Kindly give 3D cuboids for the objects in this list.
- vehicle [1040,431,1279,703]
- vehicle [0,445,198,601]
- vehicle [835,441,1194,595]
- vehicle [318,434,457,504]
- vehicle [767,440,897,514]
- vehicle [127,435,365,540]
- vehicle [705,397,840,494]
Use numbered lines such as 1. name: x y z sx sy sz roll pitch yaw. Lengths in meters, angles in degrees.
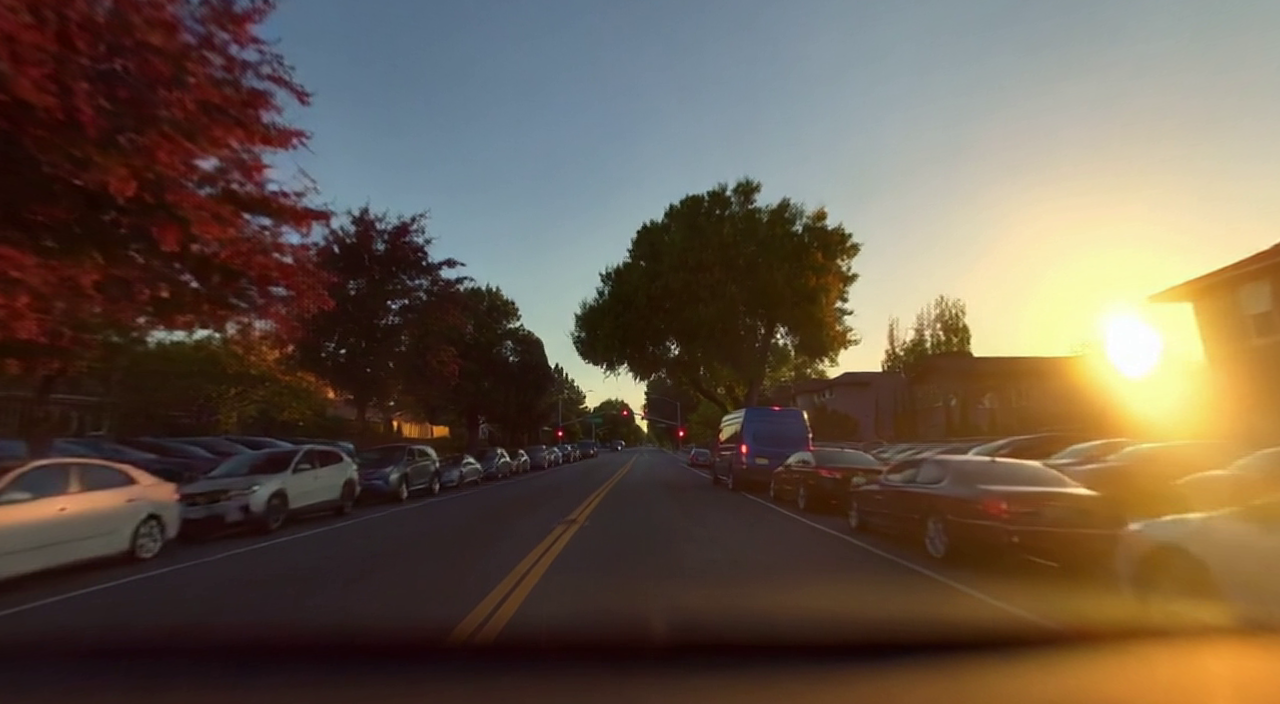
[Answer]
1. vehicle: 4.303 1.110 3.045 1.804 1.453 4.462 0 -8 0
2. vehicle: -7.044 1.782 6.745 1.775 1.433 4.011 -2 -7 -1
3. vehicle: 4.331 1.935 8.491 1.762 1.444 4.906 0 -8 -1
4. vehicle: -7.140 3.334 18.505 1.984 1.745 4.866 0 -8 1
5. vehicle: 4.346 2.852 14.983 1.764 1.494 4.248 0 -8 0
6. vehicle: -7.159 2.432 12.103 1.874 1.607 4.174 -1 -8 0
7. vehicle: 4.299 3.270 22.219 3.089 2.882 6.770 0 -8 -2
